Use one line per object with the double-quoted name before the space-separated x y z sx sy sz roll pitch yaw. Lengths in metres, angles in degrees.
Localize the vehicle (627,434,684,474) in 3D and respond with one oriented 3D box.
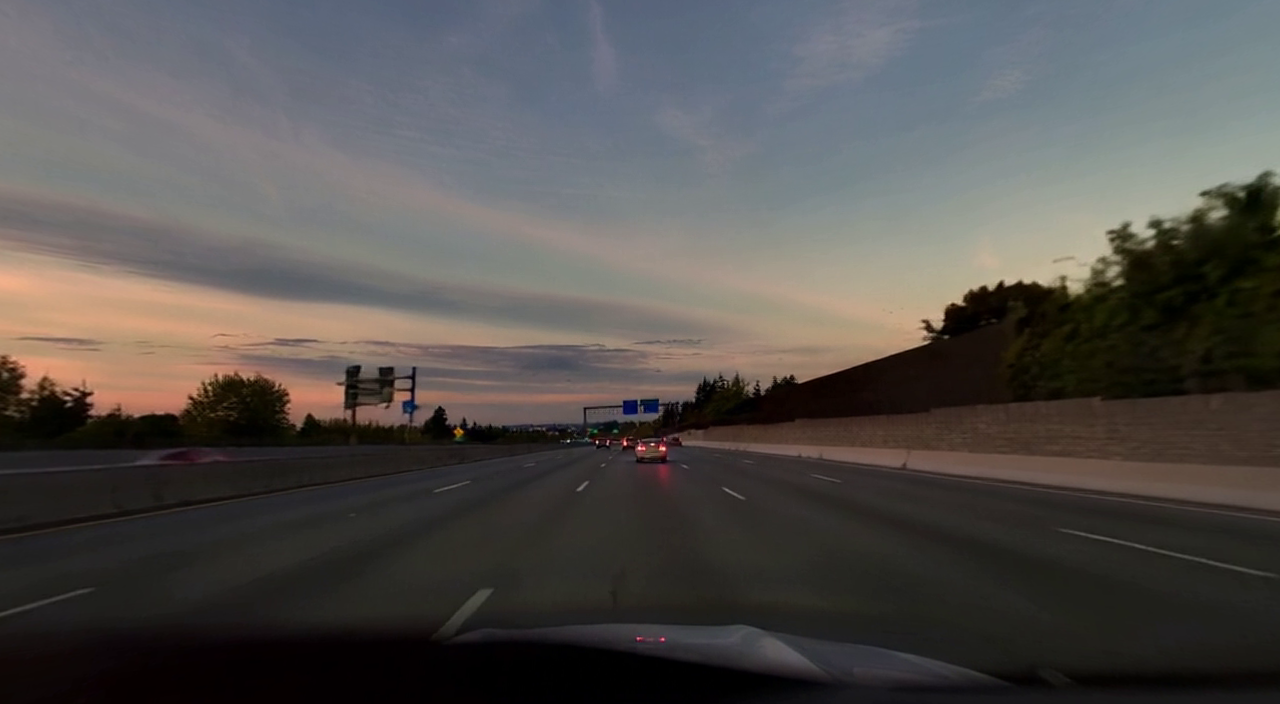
"vehicle" 0.532 3.987 24.886 2.046 1.467 3.844 0 -8 -1
